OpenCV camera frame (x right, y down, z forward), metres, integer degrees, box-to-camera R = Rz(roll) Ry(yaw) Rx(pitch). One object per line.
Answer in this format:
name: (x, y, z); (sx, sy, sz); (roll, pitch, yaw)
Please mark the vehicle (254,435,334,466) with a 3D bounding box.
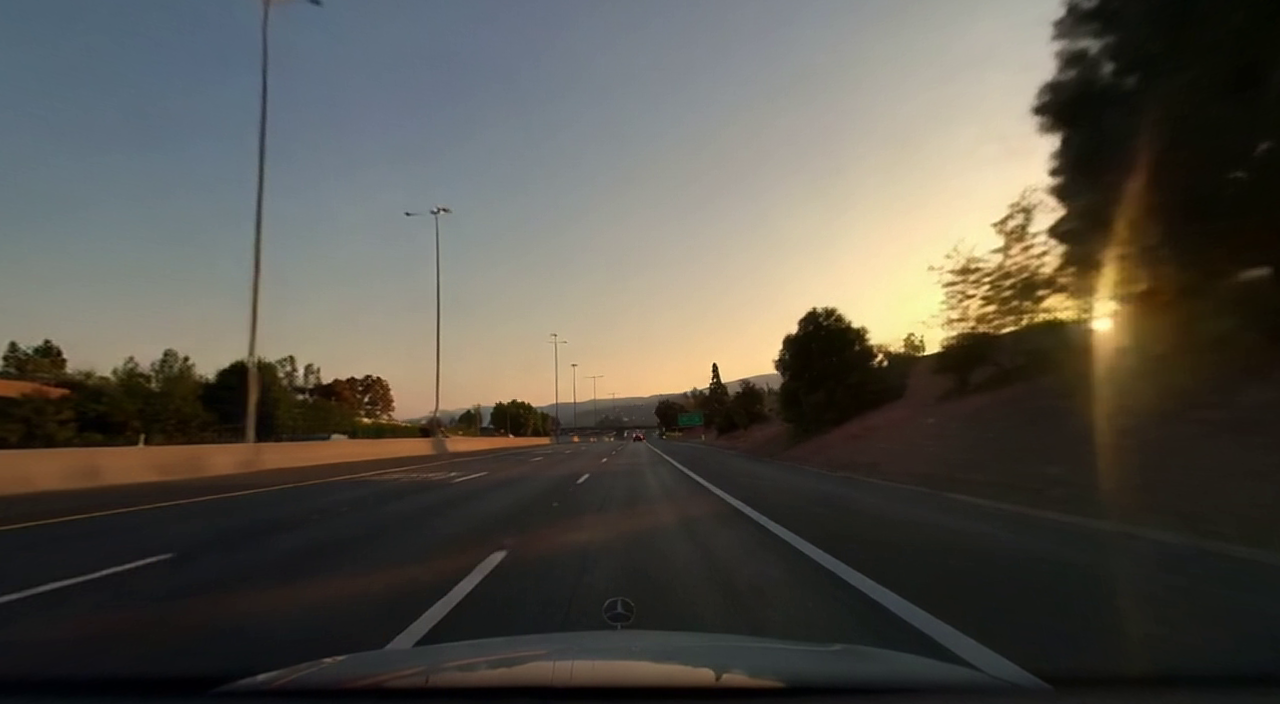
vehicle: (-18.957, 5.385, 34.702); (1.879, 1.544, 4.542); (0, -8, -1)
